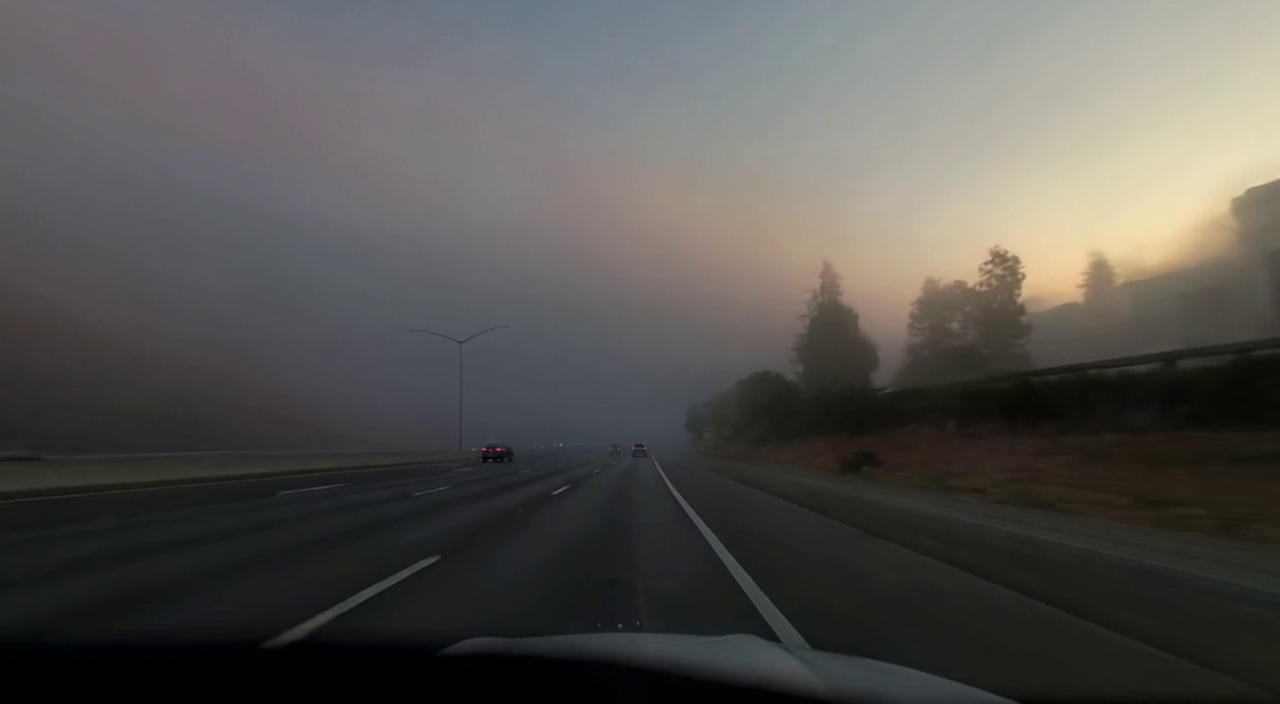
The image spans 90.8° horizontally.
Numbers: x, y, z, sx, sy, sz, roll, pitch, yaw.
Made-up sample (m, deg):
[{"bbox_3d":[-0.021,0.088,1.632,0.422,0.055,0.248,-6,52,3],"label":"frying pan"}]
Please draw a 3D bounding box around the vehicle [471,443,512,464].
[{"bbox_3d":[-11.047,7.538,47.201,1.914,1.440,4.467,0,-8,1],"label":"vehicle"}]
